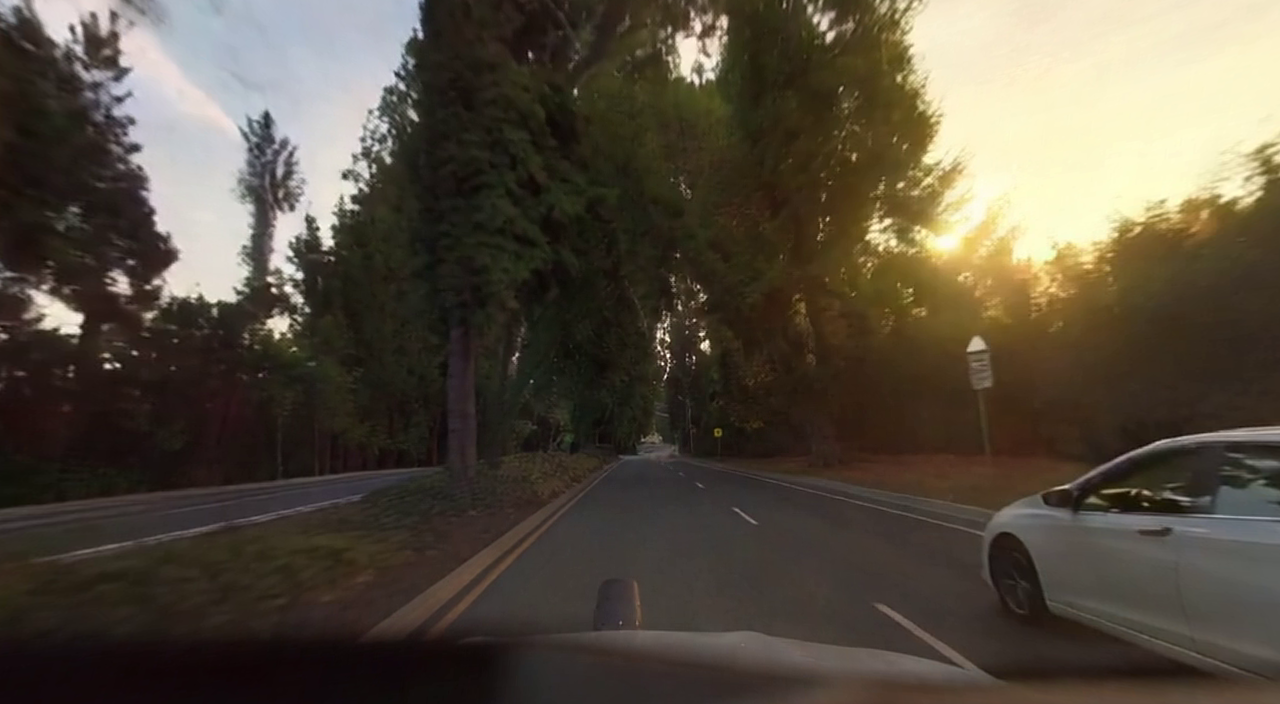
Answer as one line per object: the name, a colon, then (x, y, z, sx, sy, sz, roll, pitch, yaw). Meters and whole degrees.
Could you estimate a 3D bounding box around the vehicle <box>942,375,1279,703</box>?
vehicle: (3.644, 0.970, 3.111, 2.060, 1.584, 4.592, 0, -9, 0)
